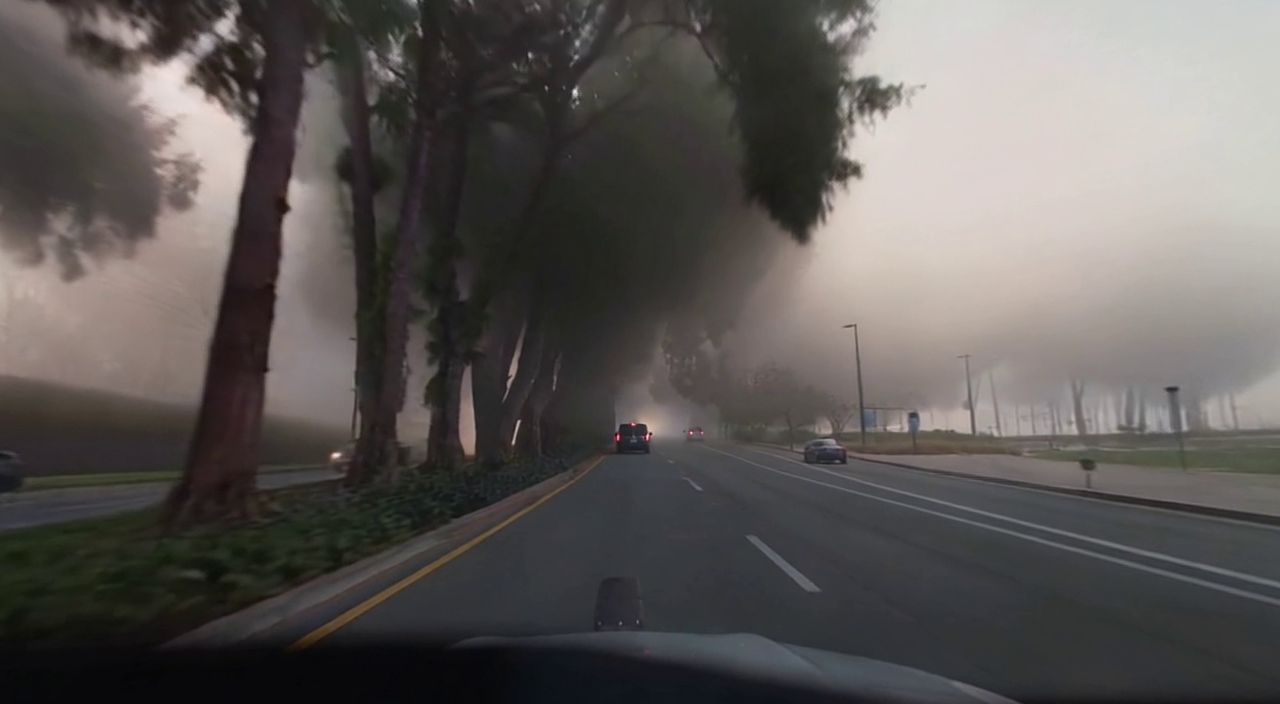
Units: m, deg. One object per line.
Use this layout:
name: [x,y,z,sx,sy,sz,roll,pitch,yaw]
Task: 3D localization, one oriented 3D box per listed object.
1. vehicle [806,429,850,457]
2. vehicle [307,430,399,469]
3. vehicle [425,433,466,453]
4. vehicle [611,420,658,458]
vehicle: [12.658,6.164,42.887,2.364,1.781,4.854,-2,-9,11]
vehicle: [-13.400,4.608,29.890,1.929,1.676,5.134,0,-8,0]
vehicle: [-14.973,7.049,48.841,1.870,1.473,4.584,0,-8,-3]
vehicle: [-0.286,4.817,34.873,2.411,1.937,5.186,0,-8,0]
